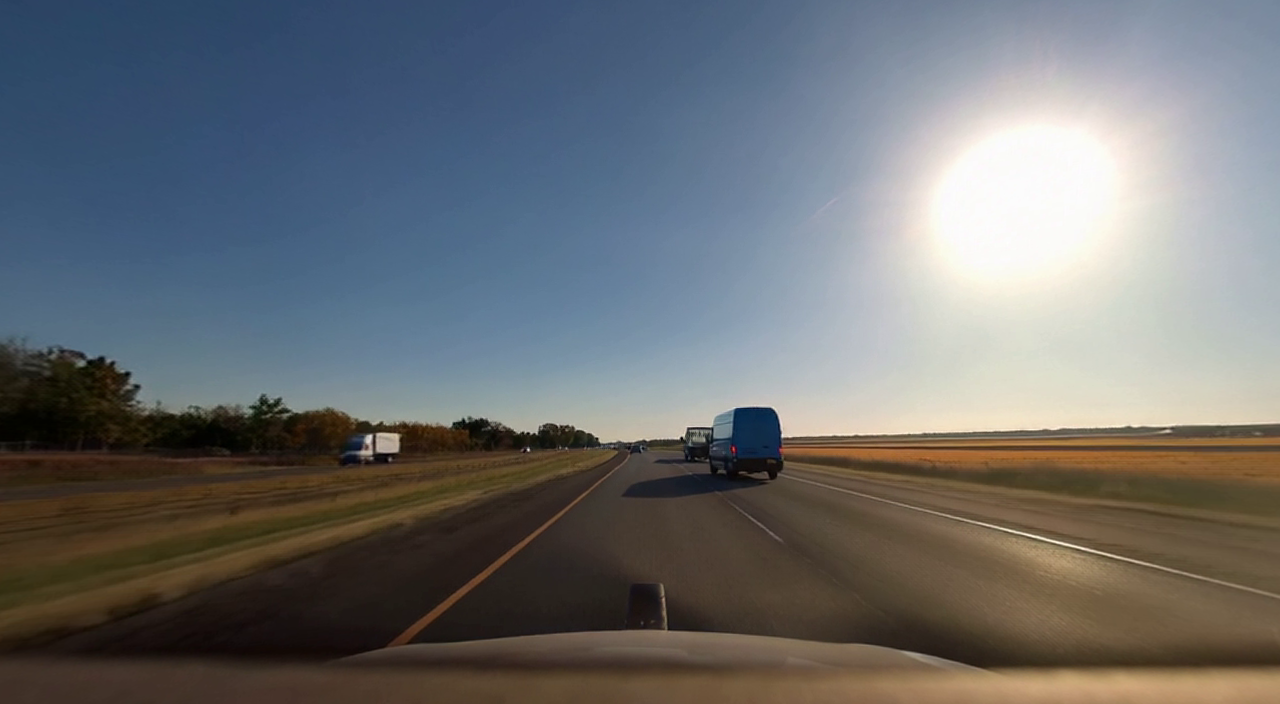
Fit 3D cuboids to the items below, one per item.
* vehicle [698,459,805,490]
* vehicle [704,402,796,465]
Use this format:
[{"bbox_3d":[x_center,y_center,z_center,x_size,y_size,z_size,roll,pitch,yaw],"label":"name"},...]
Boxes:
[{"bbox_3d":[3.901,4.502,23.597,2.702,0.824,6.391,0,-8,-1],"label":"vehicle"},{"bbox_3d":[3.909,3.108,23.622,2.444,2.053,5.616,0,-9,0],"label":"vehicle"}]
